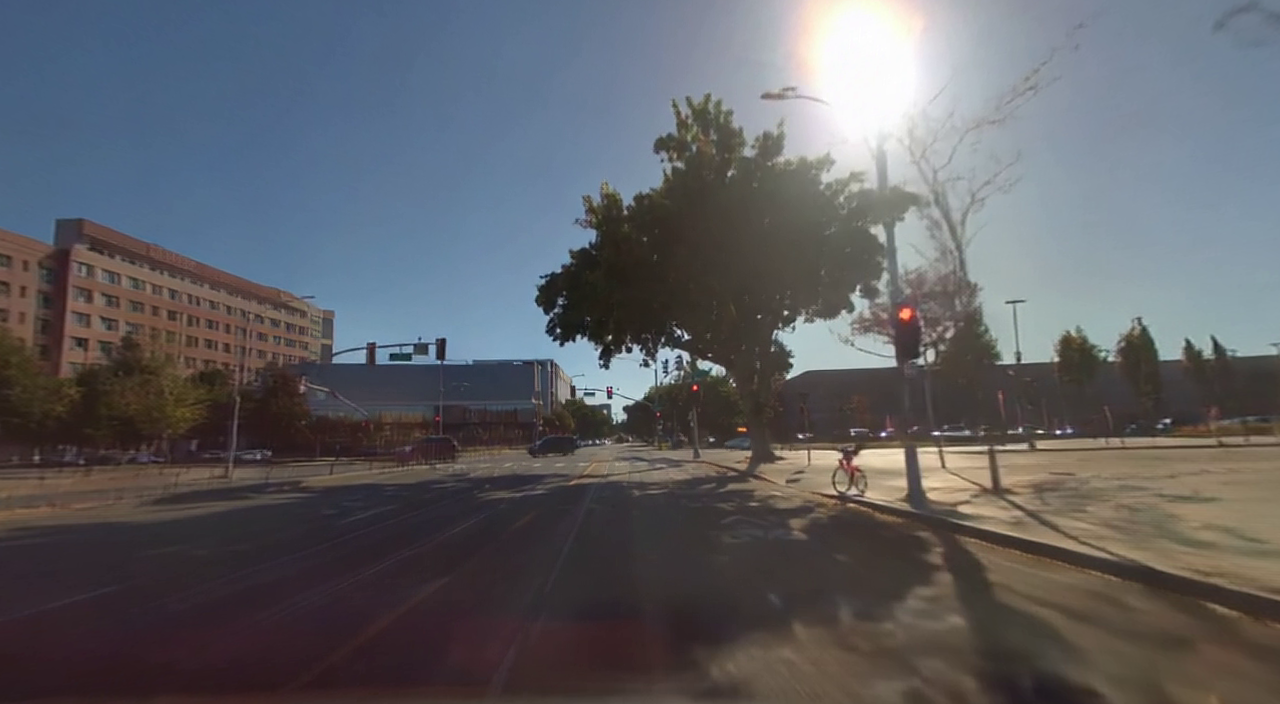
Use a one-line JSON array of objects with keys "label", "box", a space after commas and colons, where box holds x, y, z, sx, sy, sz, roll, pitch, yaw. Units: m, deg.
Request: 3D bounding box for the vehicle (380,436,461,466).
[{"label": "vehicle", "box": [-12.383, 5.620, 35.936, 2.111, 1.598, 4.359, -3, -9, 17]}]
